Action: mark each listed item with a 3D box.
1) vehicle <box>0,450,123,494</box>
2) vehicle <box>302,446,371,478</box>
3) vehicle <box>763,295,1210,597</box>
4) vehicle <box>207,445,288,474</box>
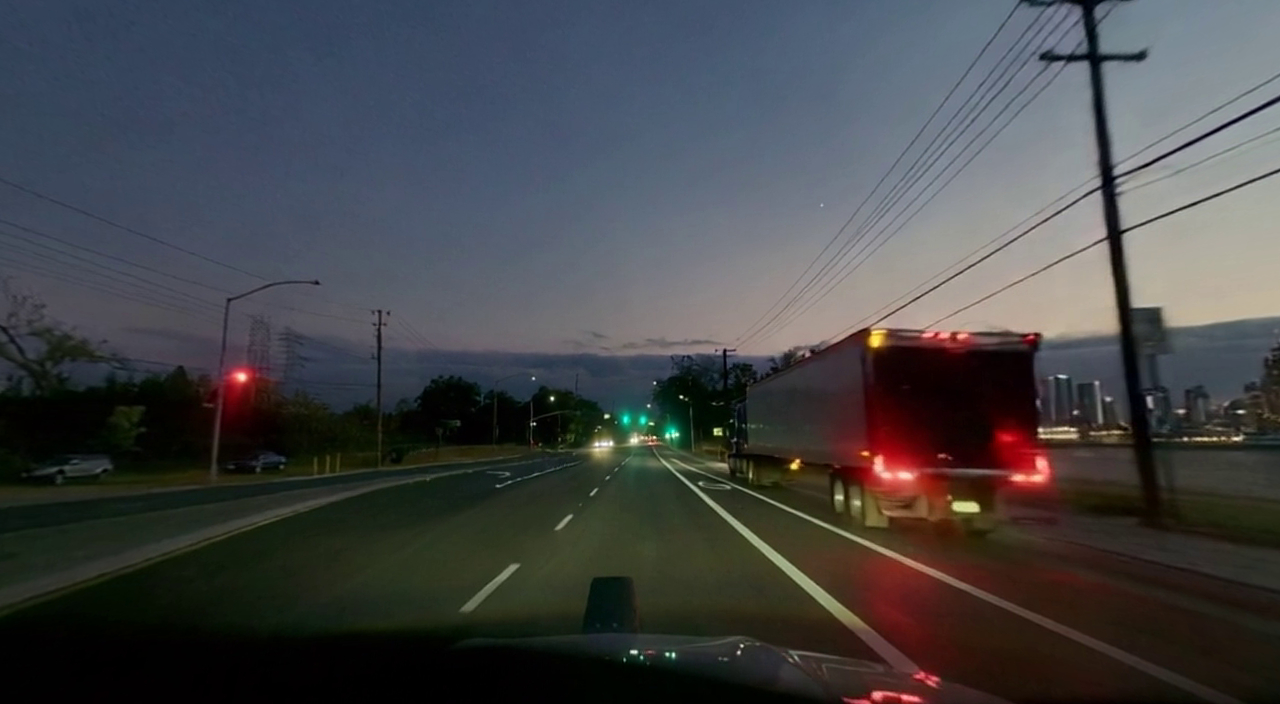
[{"bbox_3d":[-25.480,5.112,27.306,1.950,1.658,4.576,0,-8,5],"label":"vehicle"},{"bbox_3d":[-18.537,6.694,38.667,1.948,1.844,4.235,0,-8,2],"label":"vehicle"},{"bbox_3d":[3.960,1.380,9.598,2.706,2.880,7.117,0,-8,0],"label":"vehicle"},{"bbox_3d":[-25.398,6.925,40.951,2.020,1.763,4.637,-1,-8,5],"label":"vehicle"}]
